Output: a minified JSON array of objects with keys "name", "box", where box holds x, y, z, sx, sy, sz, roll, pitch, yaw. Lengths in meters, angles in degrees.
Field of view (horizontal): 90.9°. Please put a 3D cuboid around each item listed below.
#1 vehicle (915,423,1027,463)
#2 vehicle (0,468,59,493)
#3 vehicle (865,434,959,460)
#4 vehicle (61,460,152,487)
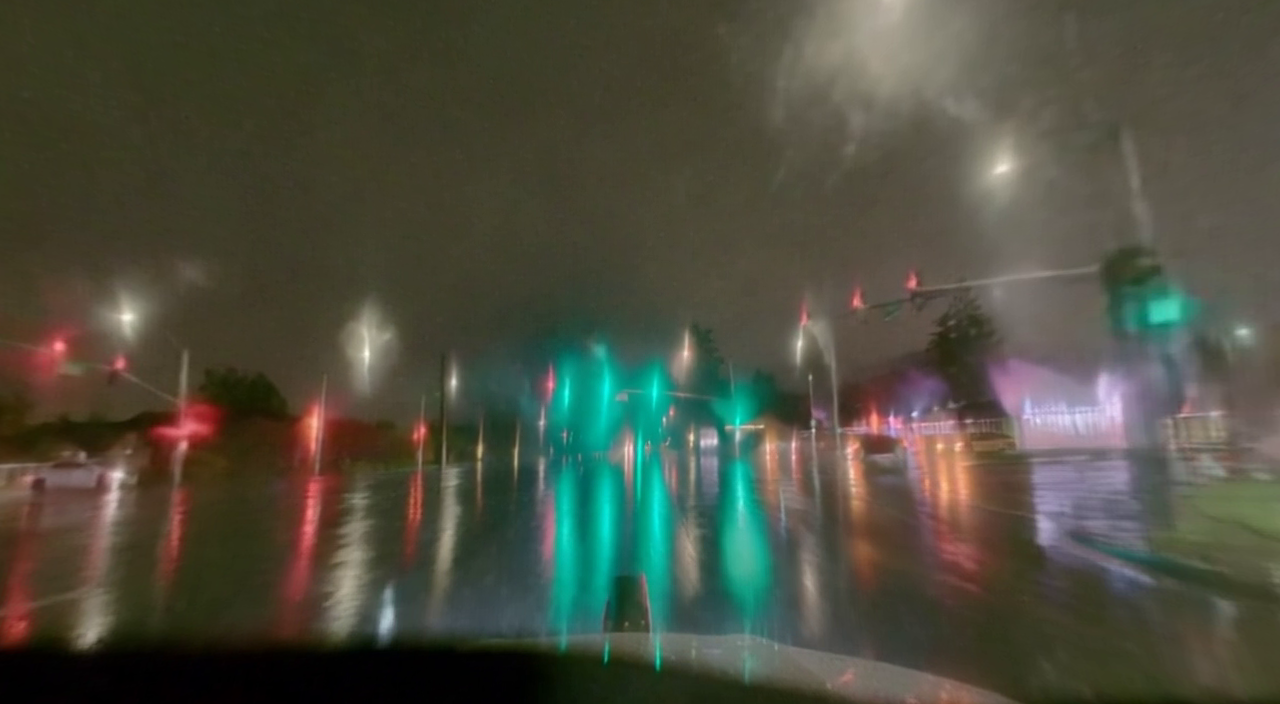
[{"name":"vehicle","box":[17.809,4.915,34.021,4.721,1.637,2.256,-4,-8,-9]},{"name":"vehicle","box":[-46.201,9.598,47.203,1.710,1.593,4.501,2,-9,-12]},{"name":"vehicle","box":[15.918,5.576,37.005,4.582,1.436,2.073,1,-9,-7]},{"name":"vehicle","box":[-40.625,9.230,48.154,2.122,1.822,4.986,-2,-9,9]}]
